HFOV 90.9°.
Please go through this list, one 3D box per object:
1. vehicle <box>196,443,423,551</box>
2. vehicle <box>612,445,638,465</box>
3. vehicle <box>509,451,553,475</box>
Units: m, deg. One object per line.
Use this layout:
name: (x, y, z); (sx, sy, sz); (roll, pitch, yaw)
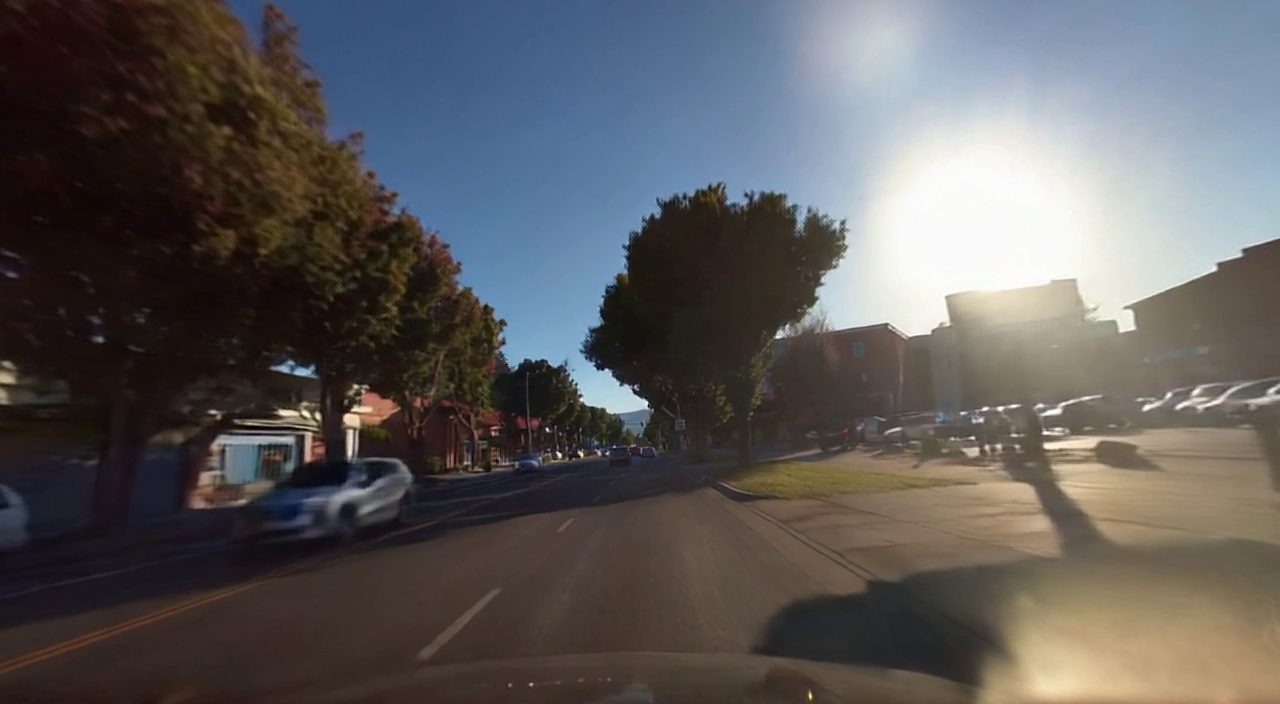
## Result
vehicle: (-6.101, 2.677, 12.441); (2.030, 1.701, 4.559); (0, -9, -1)
vehicle: (-1.168, 8.111, 49.914); (2.020, 1.478, 3.922); (0, -9, -1)
vehicle: (-7.269, 7.416, 42.392); (1.925, 1.502, 4.359); (-1, -9, 4)
